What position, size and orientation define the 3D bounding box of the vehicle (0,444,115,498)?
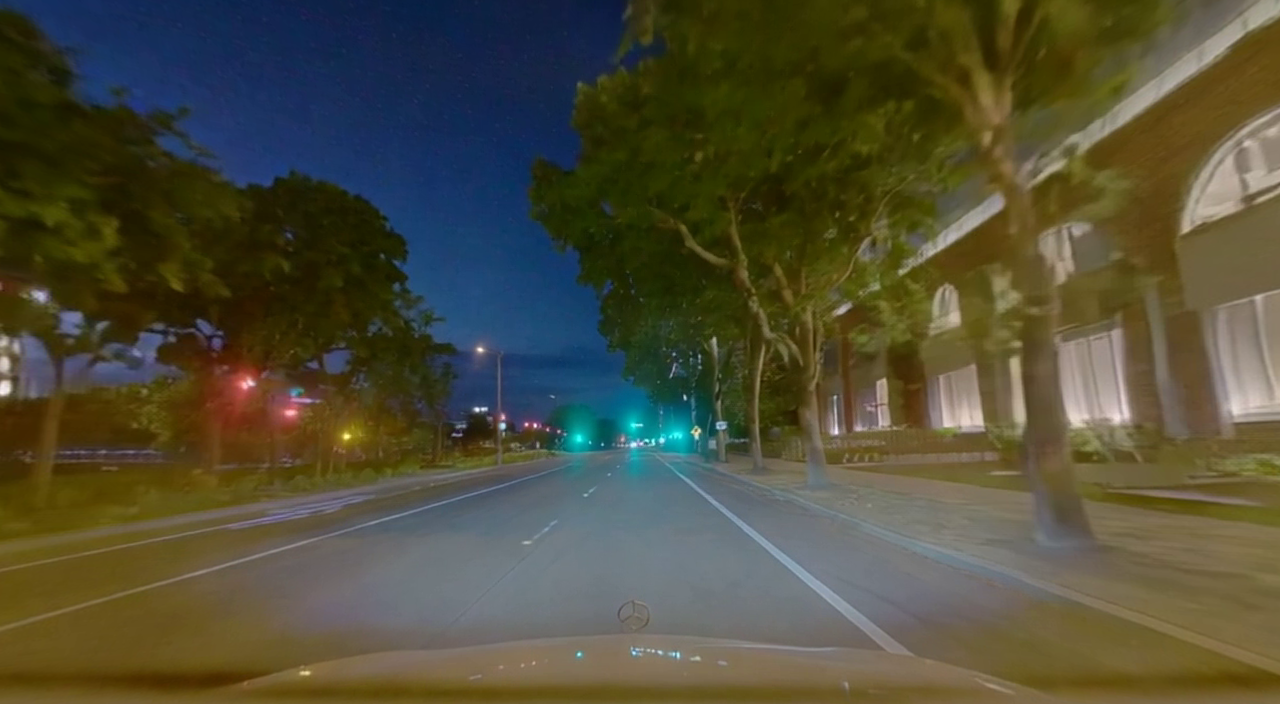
[{"bbox_3d":[-19.435,3.637,19.451,4.606,1.544,1.965,0,-8,-1],"label":"vehicle"}]
